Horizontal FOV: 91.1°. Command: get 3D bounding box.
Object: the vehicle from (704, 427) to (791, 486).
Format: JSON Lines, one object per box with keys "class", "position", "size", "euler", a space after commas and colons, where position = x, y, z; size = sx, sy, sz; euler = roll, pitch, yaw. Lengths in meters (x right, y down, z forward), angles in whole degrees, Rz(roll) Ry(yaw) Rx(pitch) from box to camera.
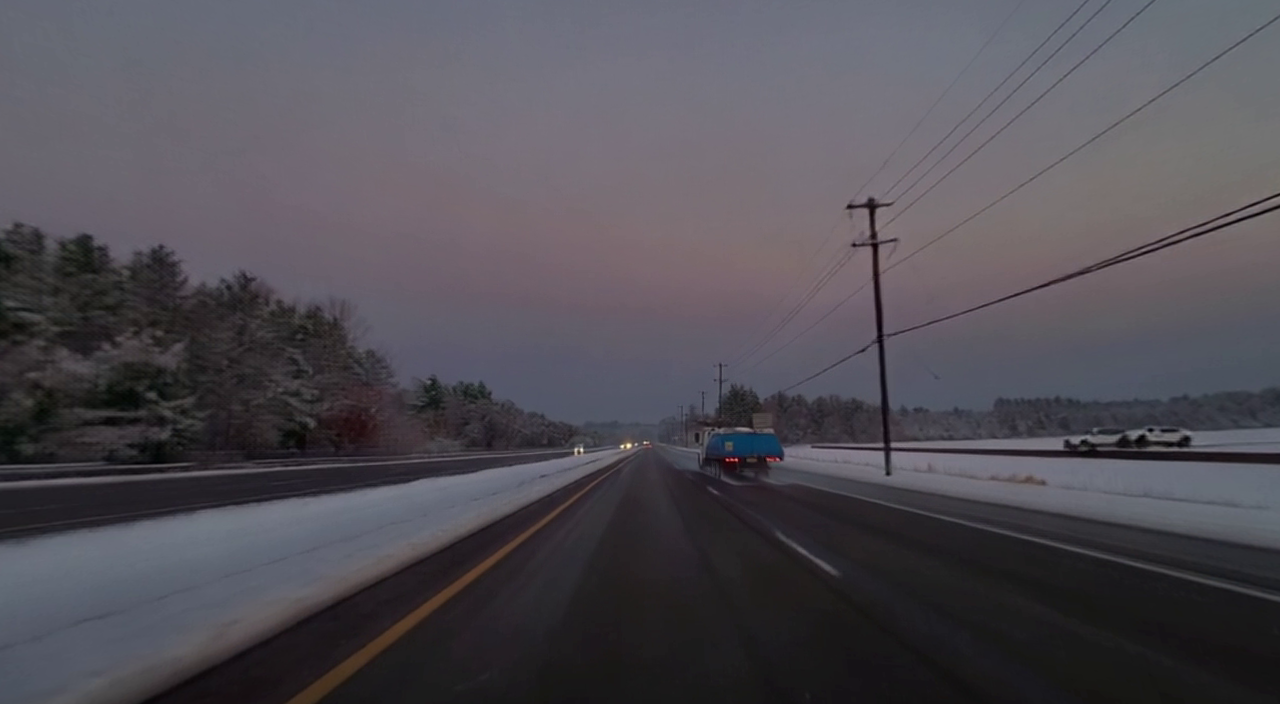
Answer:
{"class": "vehicle", "position": [3.705, 3.749, 22.801], "size": [2.228, 1.852, 5.449], "euler": [0, -8, 0]}
